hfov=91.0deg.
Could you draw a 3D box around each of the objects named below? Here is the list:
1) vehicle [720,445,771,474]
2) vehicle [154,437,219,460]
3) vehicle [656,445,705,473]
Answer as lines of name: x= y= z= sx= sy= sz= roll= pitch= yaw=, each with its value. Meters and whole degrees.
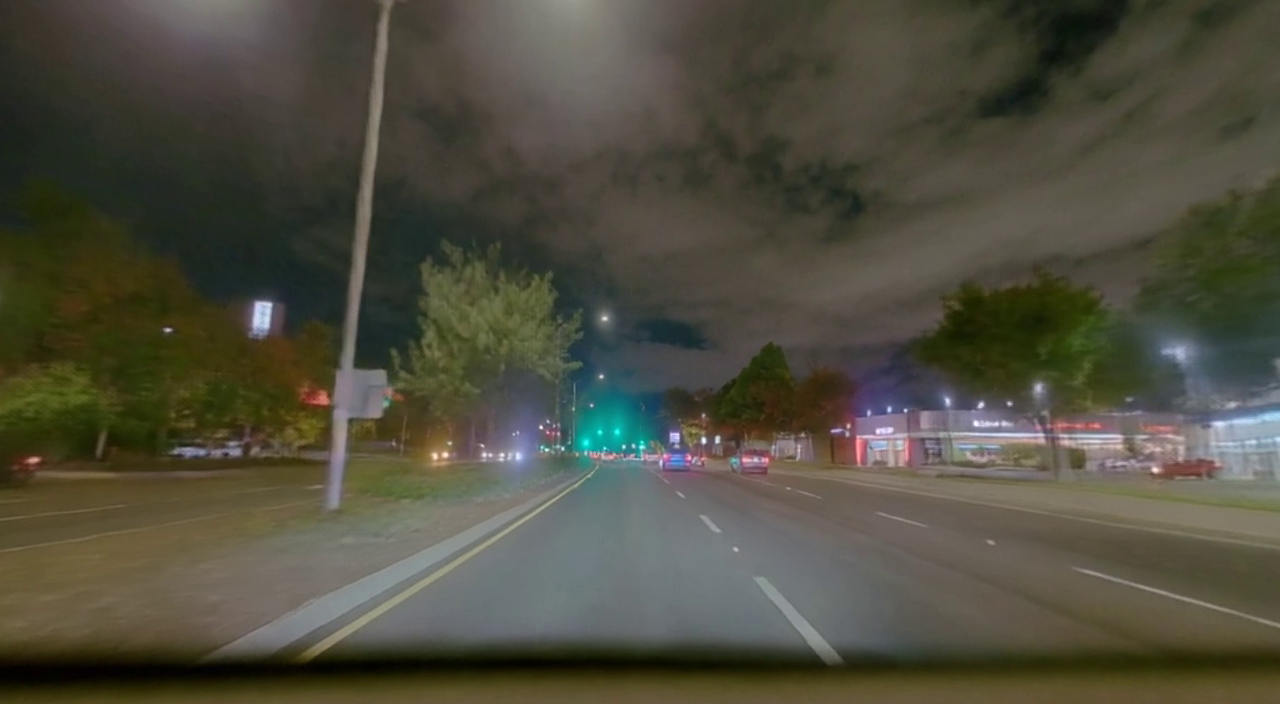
vehicle: x=5.770 y=5.903 z=34.796 sx=1.886 sy=1.528 sz=4.169 roll=1 pitch=-9 yaw=-3
vehicle: x=-31.190 y=6.655 z=43.445 sx=1.752 sy=1.458 sz=3.987 roll=1 pitch=-9 yaw=-5
vehicle: x=2.170 y=5.937 z=35.156 sx=2.256 sy=1.451 sz=4.313 roll=1 pitch=-9 yaw=-3
